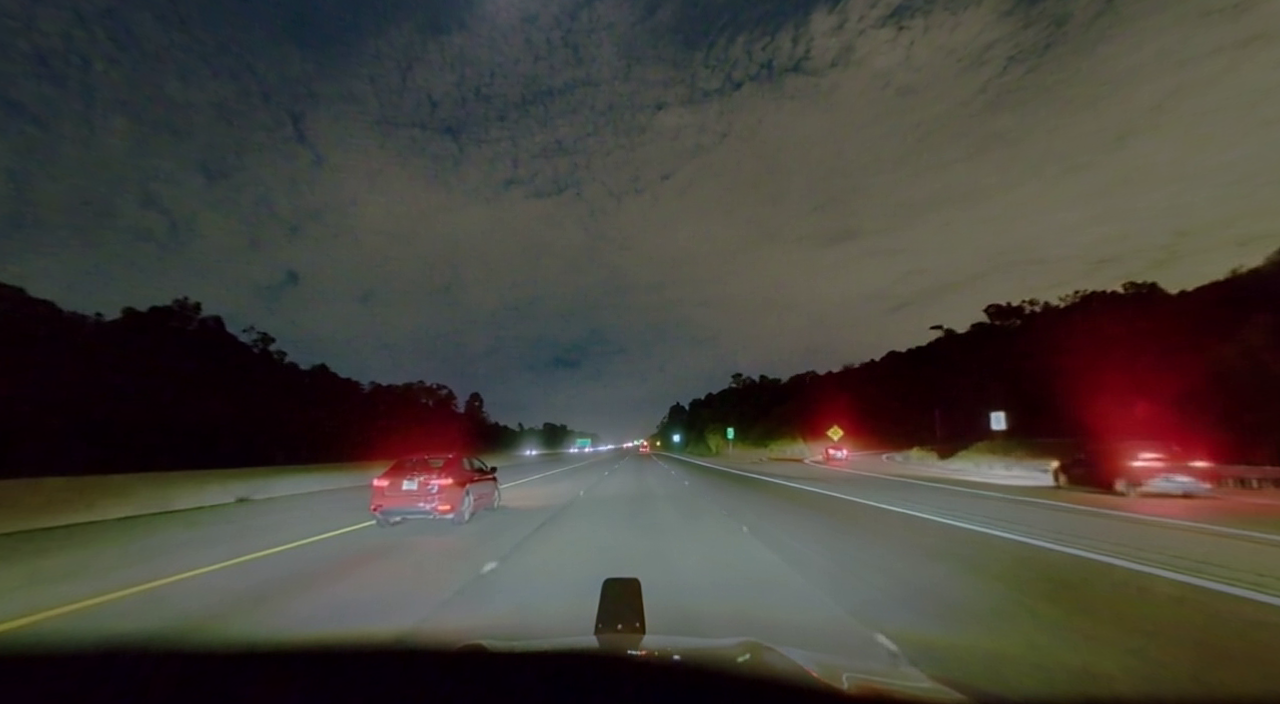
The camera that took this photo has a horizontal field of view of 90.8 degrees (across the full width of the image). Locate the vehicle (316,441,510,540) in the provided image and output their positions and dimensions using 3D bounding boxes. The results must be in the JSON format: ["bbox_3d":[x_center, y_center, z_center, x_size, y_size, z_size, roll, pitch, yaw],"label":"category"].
[{"bbox_3d":[-3.852,2.417,11.692,1.873,1.438,4.546,-1,-9,1],"label":"vehicle"}]

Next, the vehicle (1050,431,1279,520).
[{"bbox_3d":[10.872,2.436,12.999,1.884,1.485,4.600,-1,-9,3],"label":"vehicle"}]

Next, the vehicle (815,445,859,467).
[{"bbox_3d":[13.854,7.347,44.622,1.805,1.427,4.447,-1,-9,2],"label":"vehicle"}]
